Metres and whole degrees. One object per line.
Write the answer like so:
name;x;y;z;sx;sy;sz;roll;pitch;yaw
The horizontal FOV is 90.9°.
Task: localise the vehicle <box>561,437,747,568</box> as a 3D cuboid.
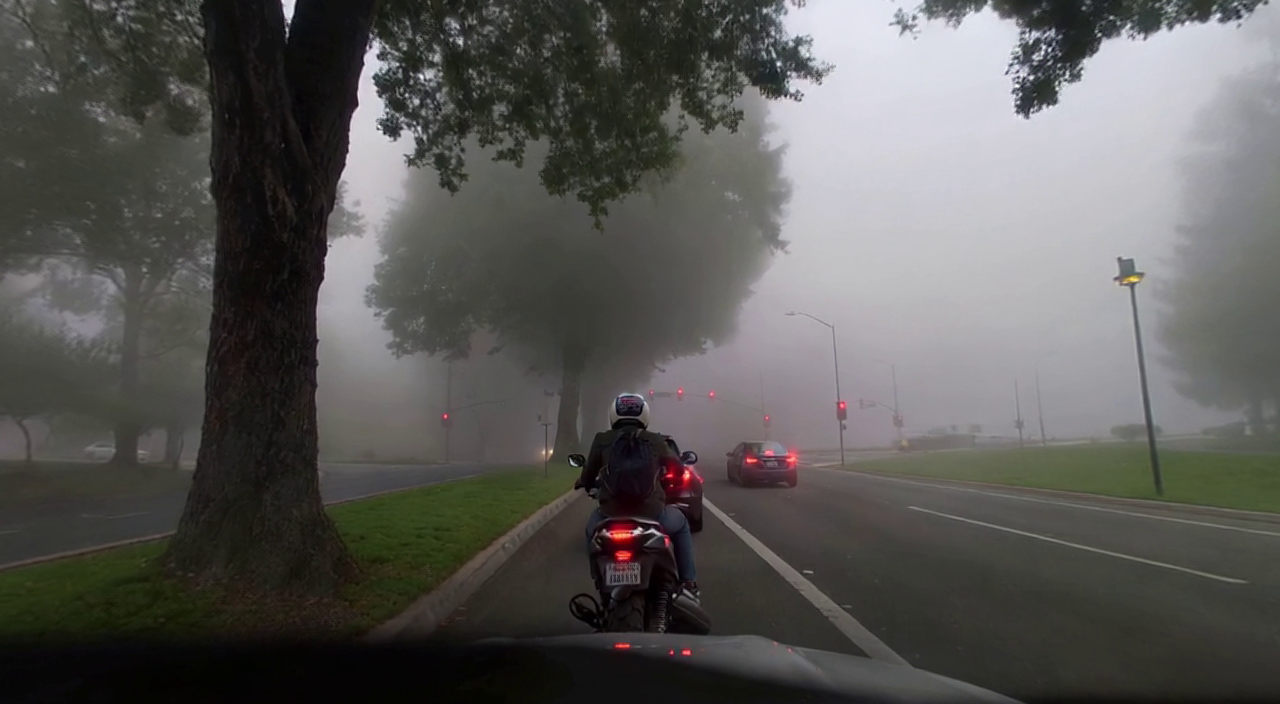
vehicle;0.120;2.023;9.404;2.093;1.450;4.437;0;-8;-1
